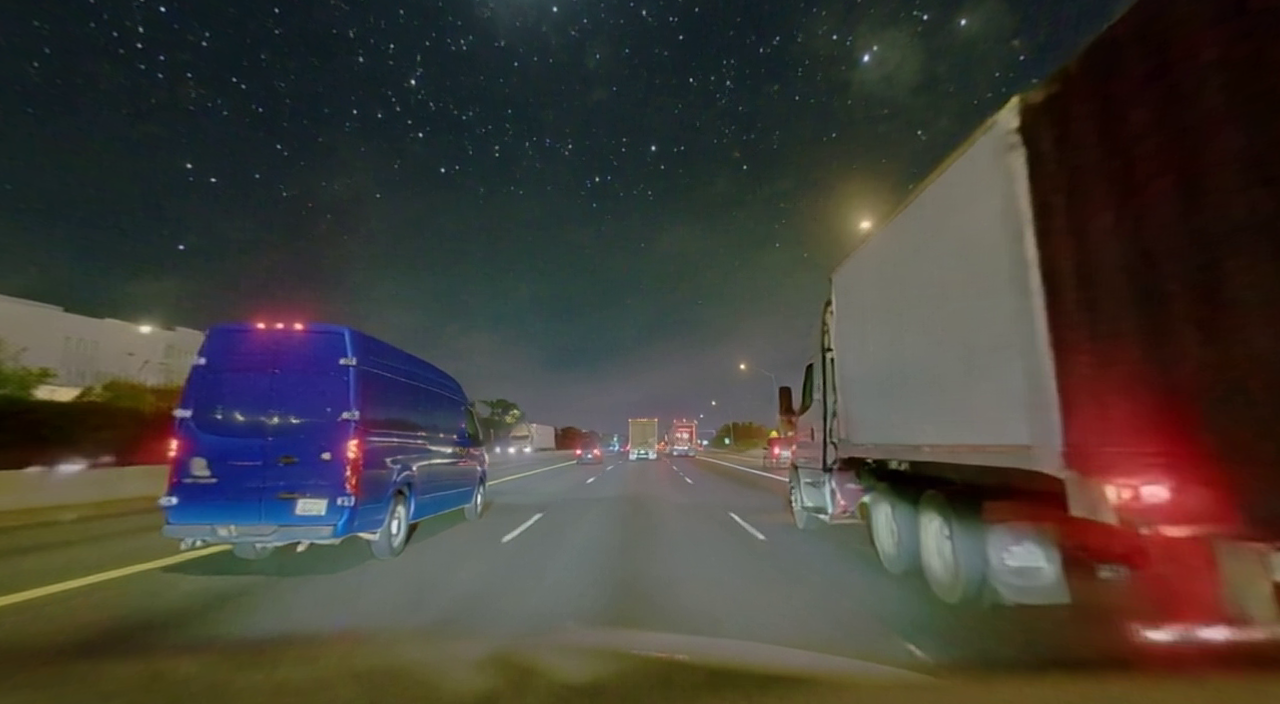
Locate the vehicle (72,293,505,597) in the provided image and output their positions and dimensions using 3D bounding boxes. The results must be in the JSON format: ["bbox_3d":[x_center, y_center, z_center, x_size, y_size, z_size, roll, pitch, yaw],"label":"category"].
[{"bbox_3d":[-3.996,1.331,9.358,2.557,2.855,6.674,0,-9,-1],"label":"vehicle"}]

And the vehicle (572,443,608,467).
[{"bbox_3d":[-3.362,6.981,43.052,2.024,1.472,4.014,-1,-9,1],"label":"vehicle"}]

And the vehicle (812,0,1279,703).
[{"bbox_3d":[3.966,-0.395,1.874,2.951,3.974,13.340,0,-9,-1],"label":"vehicle"}]
